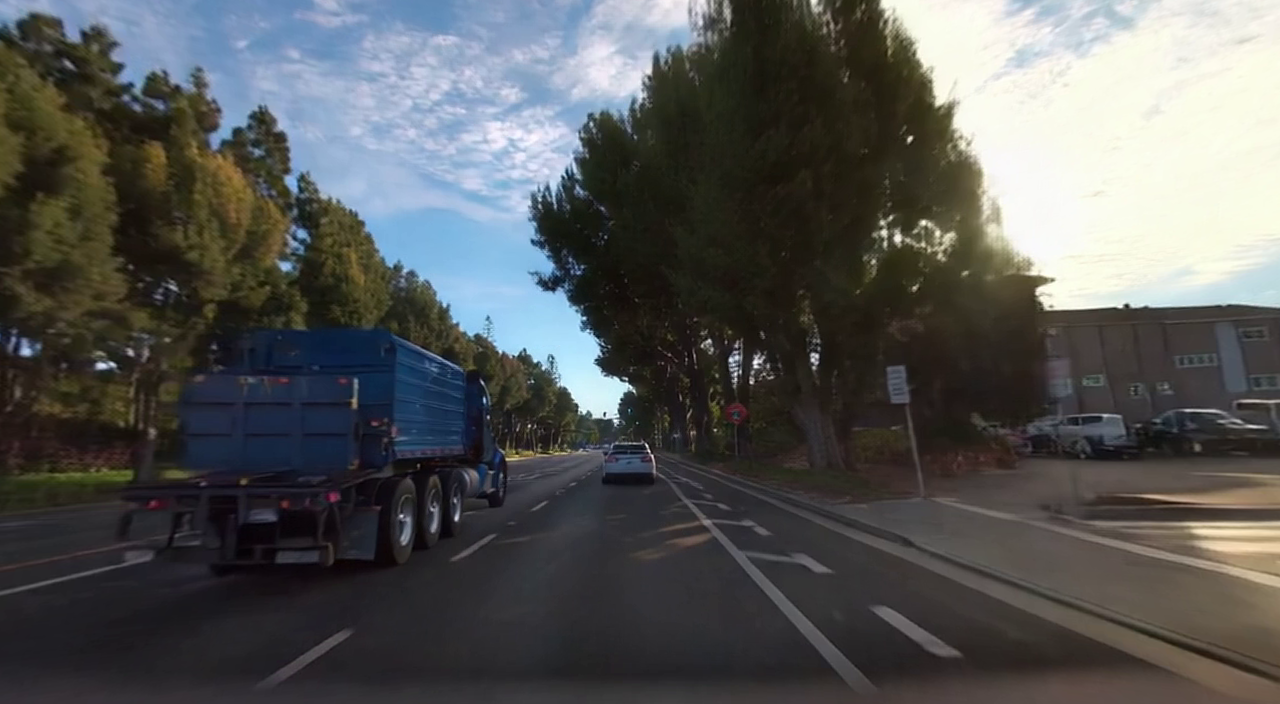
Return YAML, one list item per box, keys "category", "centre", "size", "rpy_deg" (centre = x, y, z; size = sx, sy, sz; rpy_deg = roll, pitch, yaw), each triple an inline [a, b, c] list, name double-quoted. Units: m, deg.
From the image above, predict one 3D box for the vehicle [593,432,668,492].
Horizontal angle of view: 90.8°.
- category: "vehicle"
  centre: [-0.309, 3.379, 19.701]
  size: [2.094, 1.682, 3.866]
  rpy_deg: [0, -9, -1]

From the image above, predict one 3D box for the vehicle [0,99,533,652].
- category: "vehicle"
  centre: [-3.988, 0.815, 9.584]
  size: [2.996, 3.902, 10.410]
  rpy_deg: [0, -9, -1]
